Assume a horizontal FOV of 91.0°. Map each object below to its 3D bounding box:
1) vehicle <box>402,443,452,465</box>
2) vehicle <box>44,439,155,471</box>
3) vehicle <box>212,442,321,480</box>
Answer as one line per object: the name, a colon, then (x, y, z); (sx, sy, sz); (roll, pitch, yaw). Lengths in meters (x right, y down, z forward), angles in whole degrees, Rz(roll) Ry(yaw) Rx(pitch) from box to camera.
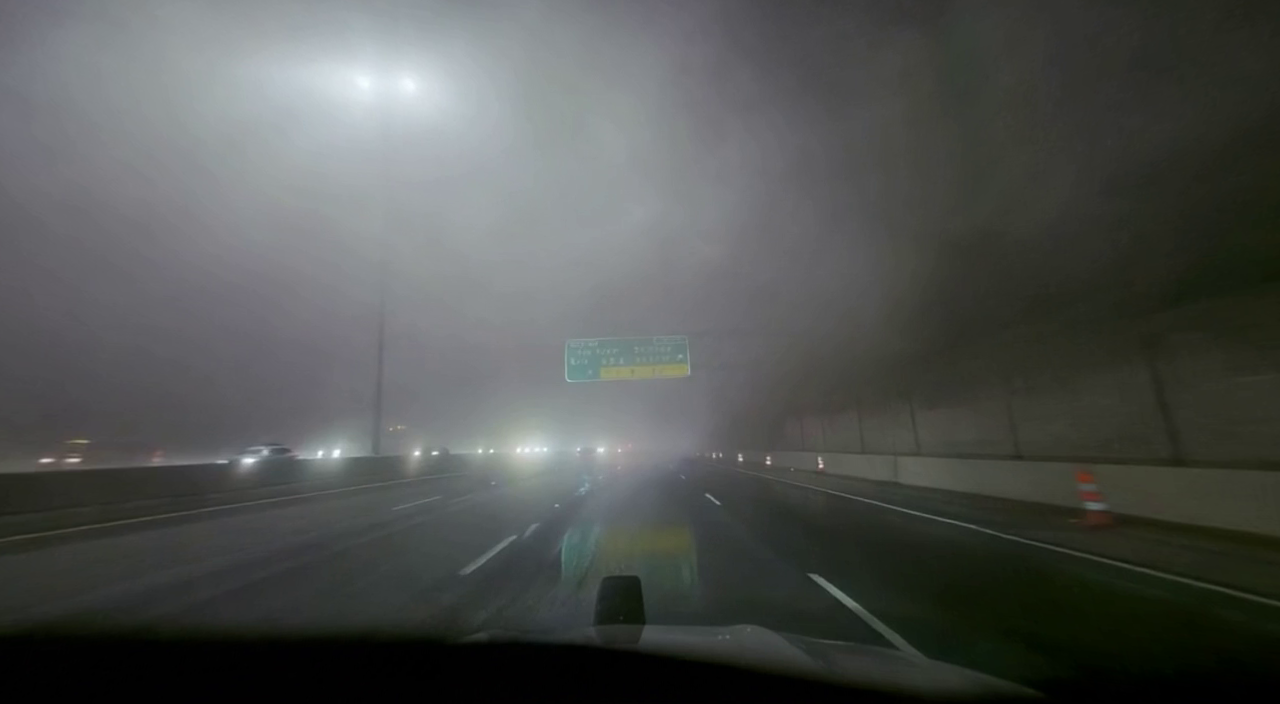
vehicle: (-15.861, 7.625, 47.056); (1.937, 1.515, 4.594); (-1, -9, 3)
vehicle: (-29.583, 5.660, 34.689); (1.901, 1.624, 4.558); (-1, -9, 2)
vehicle: (-16.099, 4.717, 27.458); (1.920, 1.477, 4.432); (0, -9, 2)
